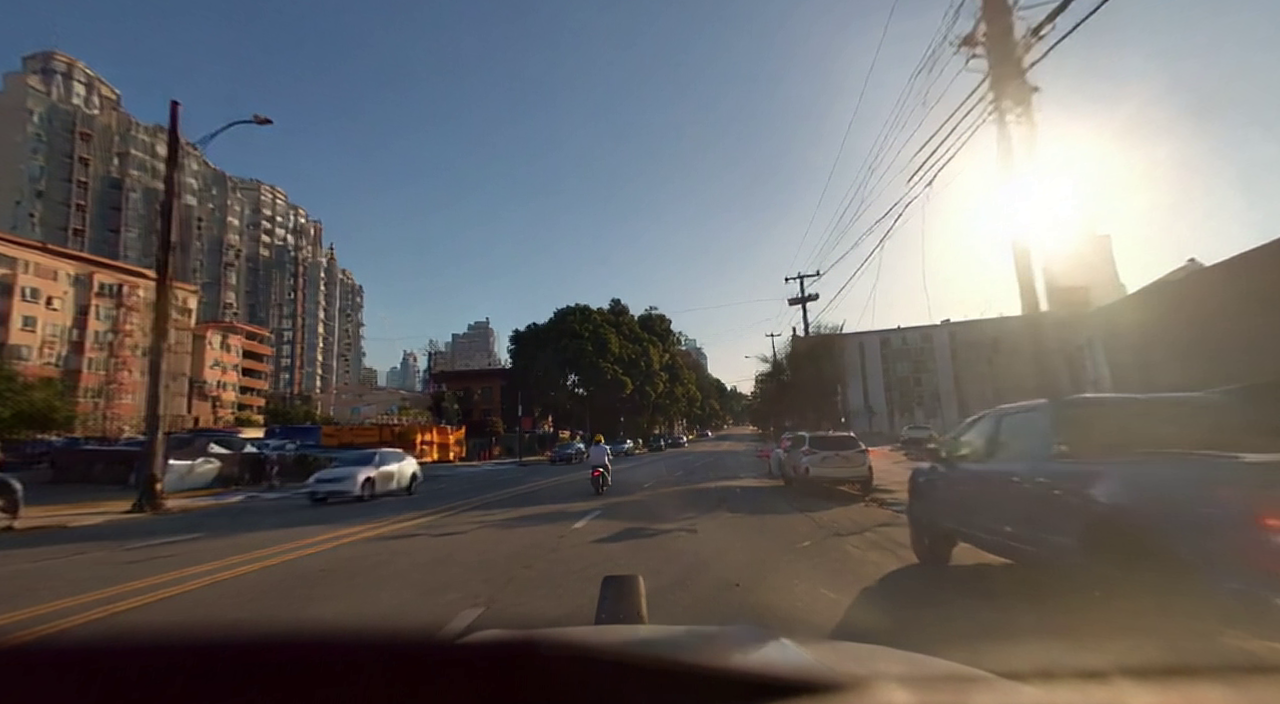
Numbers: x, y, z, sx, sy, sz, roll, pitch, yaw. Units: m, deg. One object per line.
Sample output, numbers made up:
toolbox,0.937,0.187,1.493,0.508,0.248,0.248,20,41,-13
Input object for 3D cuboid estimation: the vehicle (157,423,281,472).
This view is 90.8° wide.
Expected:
vehicle,-26.963,6.157,40.896,2.933,2.907,6.416,-2,-8,9

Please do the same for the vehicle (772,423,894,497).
vehicle,5.371,3.076,18.448,2.387,1.820,5.286,-1,-8,6

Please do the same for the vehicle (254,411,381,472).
vehicle,-20.652,5.782,41.251,3.283,3.441,8.669,-2,-7,4

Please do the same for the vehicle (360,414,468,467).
vehicle,-14.622,5.913,42.020,2.990,3.144,9.080,-1,-8,6

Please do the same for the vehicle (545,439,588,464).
vehicle,-5.332,7.303,46.545,2.053,1.771,4.684,-1,-8,8

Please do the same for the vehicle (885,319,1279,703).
vehicle,3.864,1.117,4.837,2.171,1.832,5.180,-1,-8,4

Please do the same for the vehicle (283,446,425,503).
vehicle,-8.801,3.769,19.997,1.905,1.536,4.714,-1,-8,6

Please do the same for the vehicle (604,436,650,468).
vehicle,-0.647,5.454,34.549,1.925,1.602,4.090,-1,-8,8

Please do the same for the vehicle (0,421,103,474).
vehicle,-43.262,6.910,45.901,3.045,3.446,8.002,2,-9,-15
